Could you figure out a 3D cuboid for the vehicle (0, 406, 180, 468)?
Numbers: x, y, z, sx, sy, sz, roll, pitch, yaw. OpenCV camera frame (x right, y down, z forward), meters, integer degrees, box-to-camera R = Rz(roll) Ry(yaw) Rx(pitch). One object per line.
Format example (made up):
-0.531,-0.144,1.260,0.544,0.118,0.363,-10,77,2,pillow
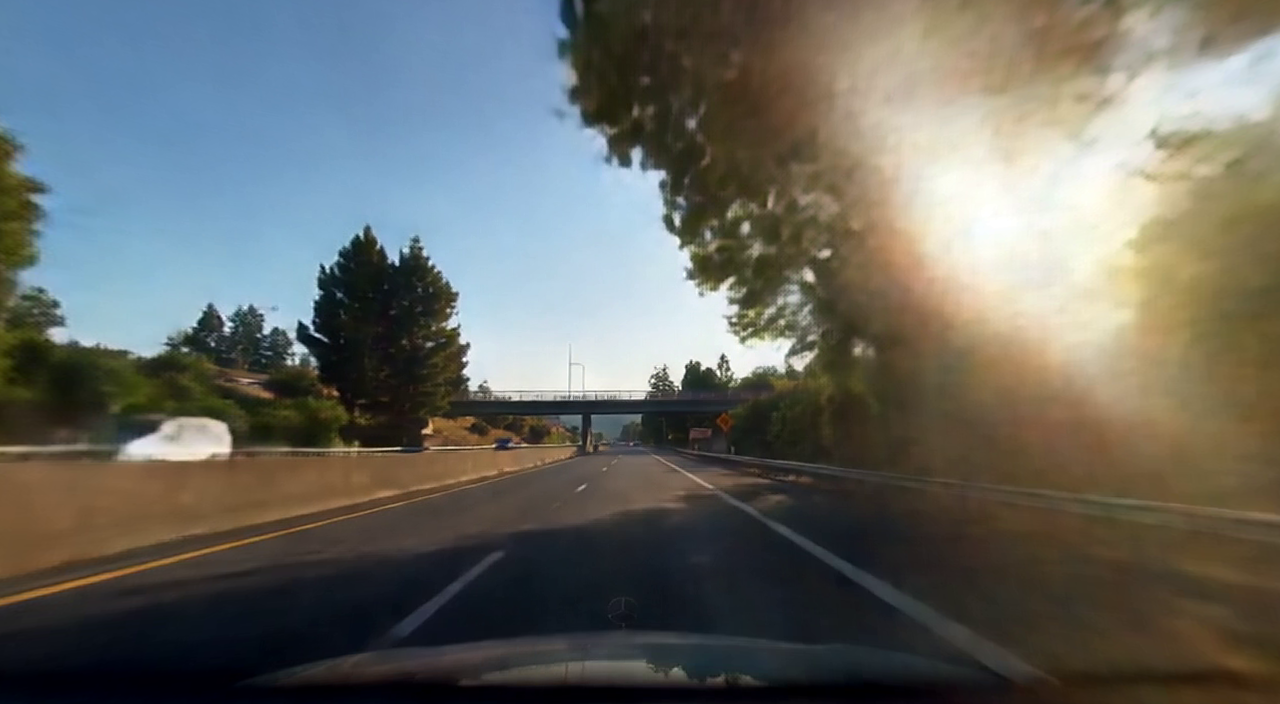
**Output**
-16.265,2.539,18.577,1.990,1.585,4.448,0,-9,0,vehicle
